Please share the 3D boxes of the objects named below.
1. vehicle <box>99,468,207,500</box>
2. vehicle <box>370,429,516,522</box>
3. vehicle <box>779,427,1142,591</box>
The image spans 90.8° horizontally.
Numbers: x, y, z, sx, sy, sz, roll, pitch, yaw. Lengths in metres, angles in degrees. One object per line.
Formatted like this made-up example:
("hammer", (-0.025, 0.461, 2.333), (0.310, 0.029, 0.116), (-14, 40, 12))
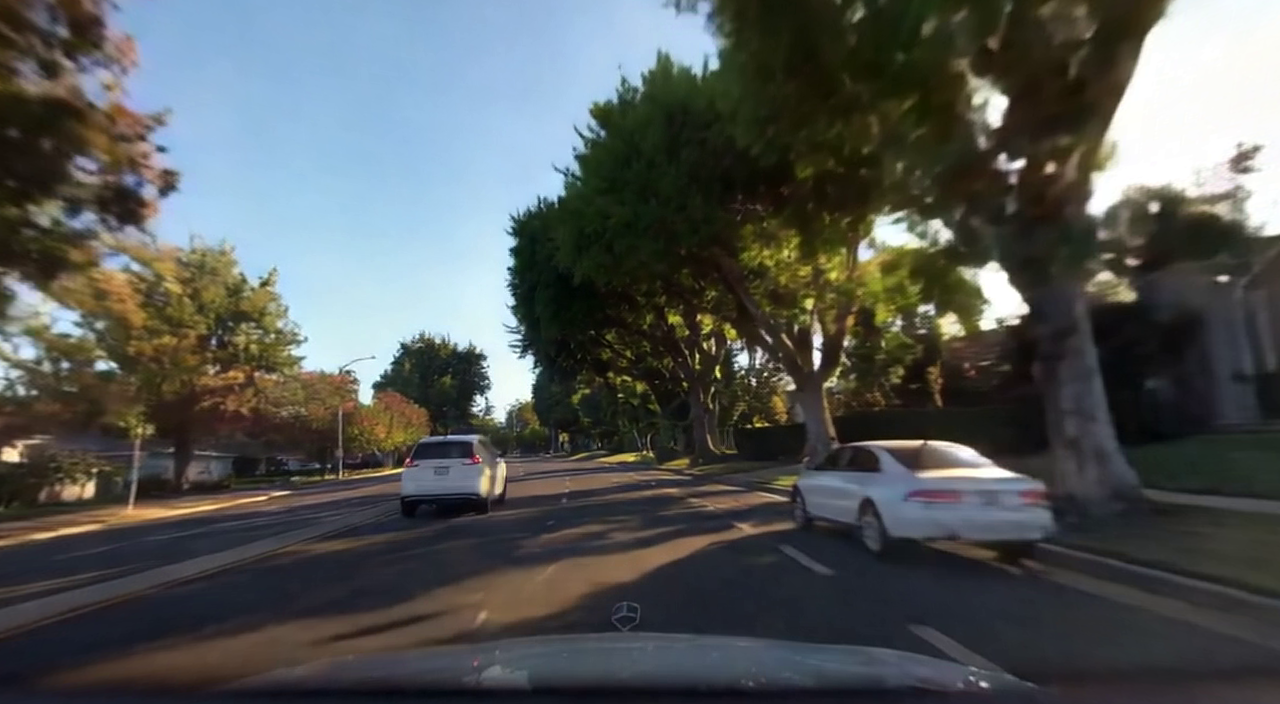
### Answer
("vehicle", (-24.366, 6.615, 31.735), (3.892, 1.323, 1.741), (0, -7, -9))
("vehicle", (-4.282, 2.743, 14.611), (2.175, 1.772, 4.442), (0, -8, -4))
("vehicle", (3.414, 1.733, 7.949), (1.928, 1.447, 4.386), (1, -8, -6))
